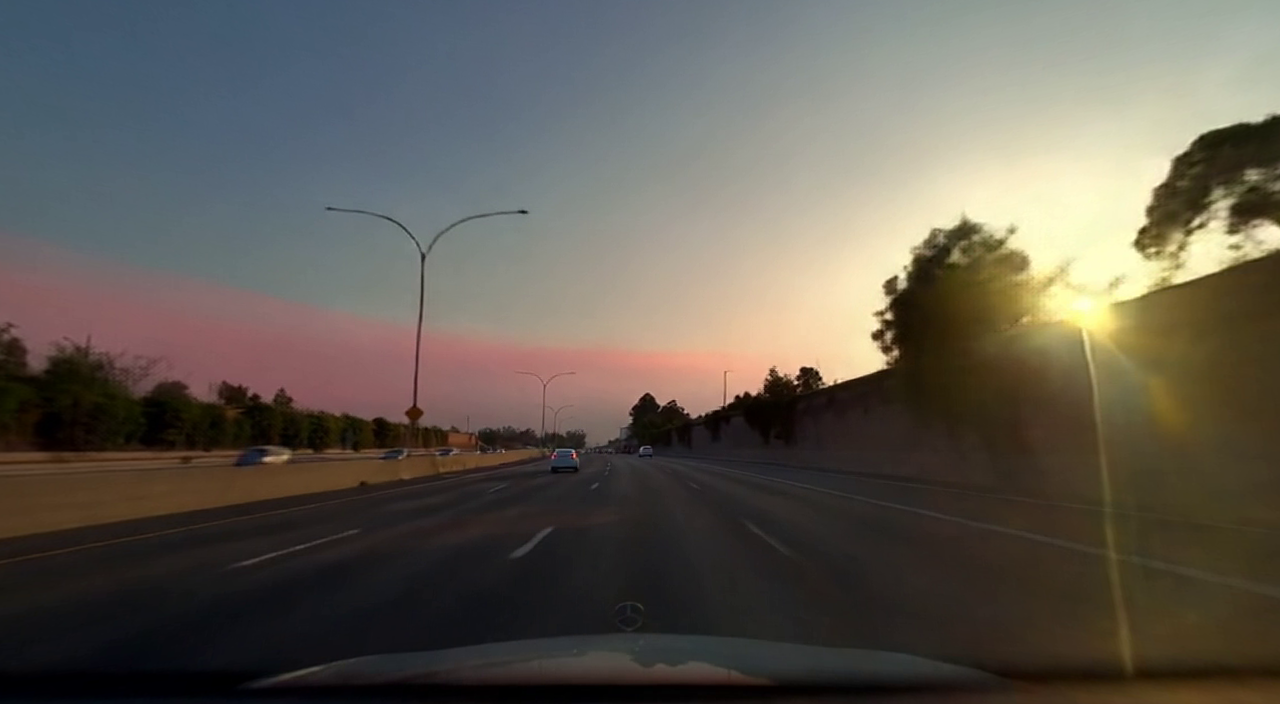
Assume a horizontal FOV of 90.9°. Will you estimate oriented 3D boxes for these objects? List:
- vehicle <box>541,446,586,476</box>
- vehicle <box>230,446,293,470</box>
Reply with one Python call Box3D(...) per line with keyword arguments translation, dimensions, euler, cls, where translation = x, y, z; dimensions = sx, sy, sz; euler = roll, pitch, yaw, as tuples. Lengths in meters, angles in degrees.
Box3D(translation=(-4.124, 5.943, 34.570), dimensions=(2.014, 1.481, 4.156), euler=(0, -8, 0), cls="vehicle")
Box3D(translation=(-29.388, 8.209, 49.166), dimensions=(1.939, 1.723, 4.907), euler=(0, -8, -2), cls="vehicle")
